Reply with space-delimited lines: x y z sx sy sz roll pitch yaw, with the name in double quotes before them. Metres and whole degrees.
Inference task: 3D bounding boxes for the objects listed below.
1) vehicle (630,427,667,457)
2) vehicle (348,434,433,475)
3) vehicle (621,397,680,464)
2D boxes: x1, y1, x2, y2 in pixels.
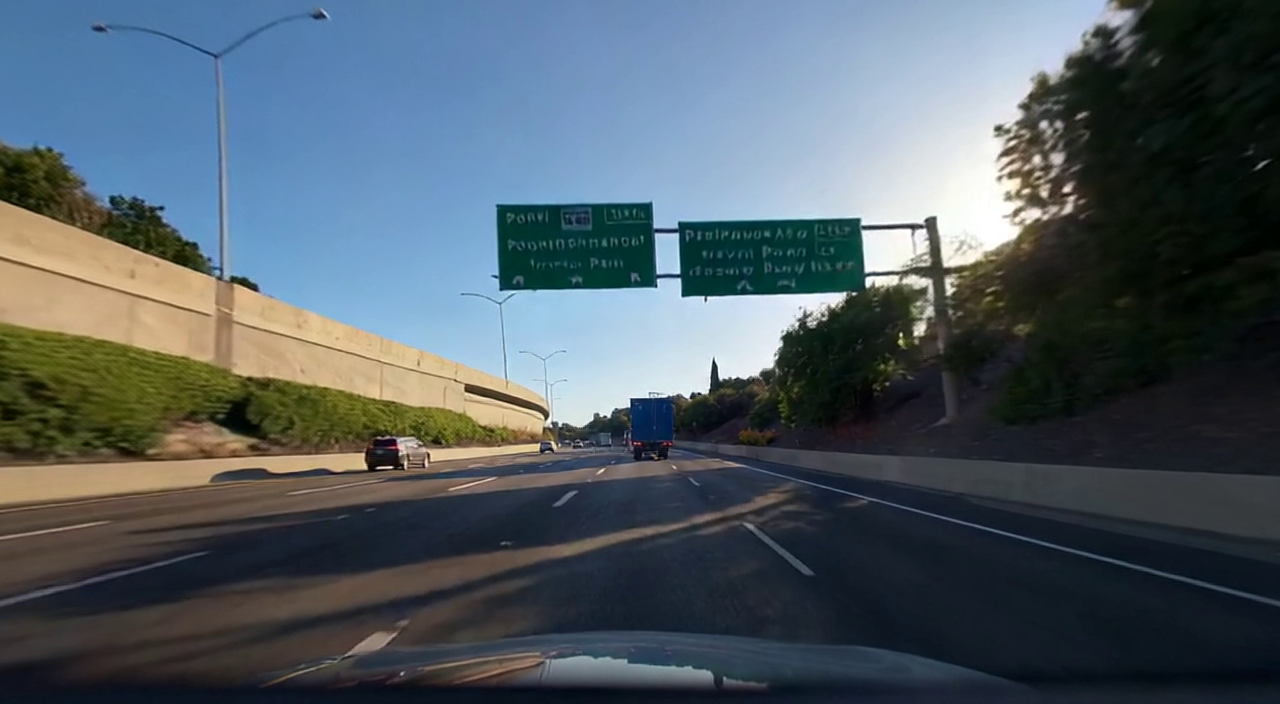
"vehicle" 0.436 5.346 37.452 2.052 1.666 4.358 0 -9 0
"vehicle" -10.508 4.343 26.936 1.919 1.625 4.183 0 -8 0
"vehicle" 0.399 5.195 40.664 3.233 3.678 11.032 0 -9 -2
